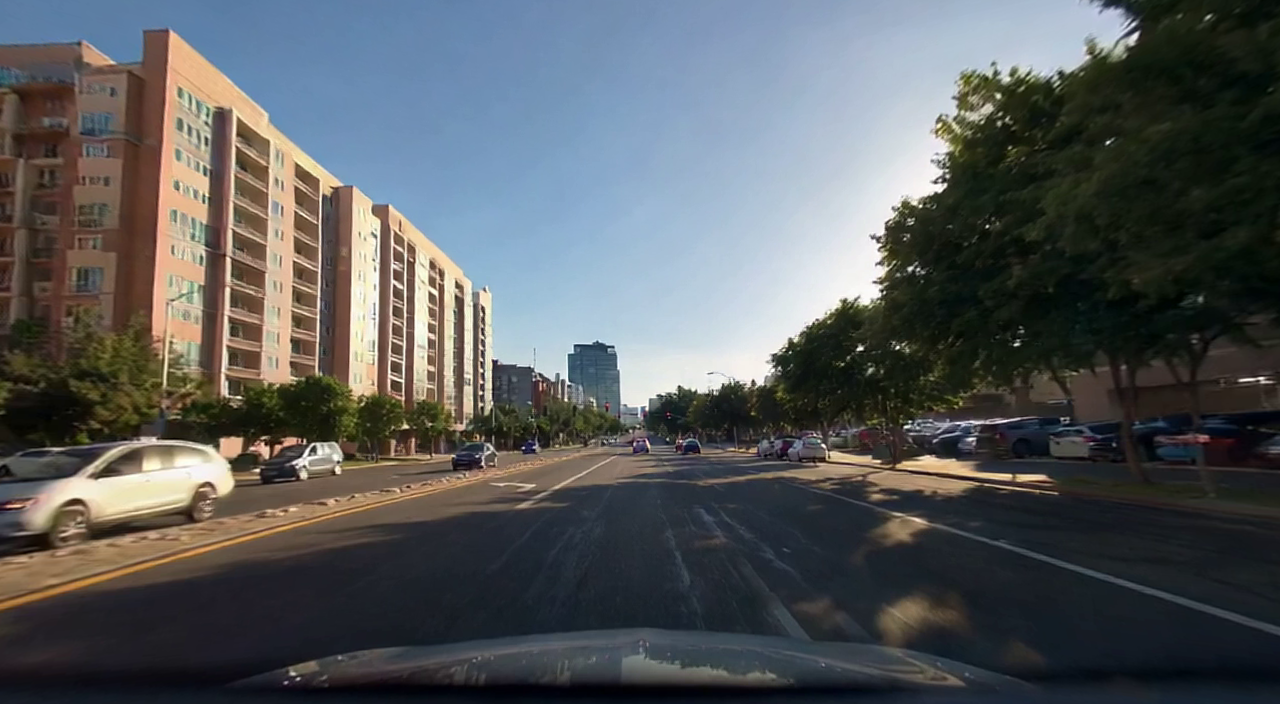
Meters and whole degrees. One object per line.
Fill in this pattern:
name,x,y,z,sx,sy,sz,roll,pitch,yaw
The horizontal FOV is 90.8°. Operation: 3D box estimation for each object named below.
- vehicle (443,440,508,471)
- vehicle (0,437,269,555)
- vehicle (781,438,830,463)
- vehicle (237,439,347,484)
vehicle,-8.497,5.403,33.105,2.025,1.479,4.739,-1,-9,1
vehicle,-8.627,2.214,10.533,1.996,1.497,4.667,-1,-9,1
vehicle,10.348,6.207,39.795,1.861,1.446,4.413,0,-9,-1
vehicle,-15.337,4.815,28.212,2.053,1.806,4.919,0,-9,0
